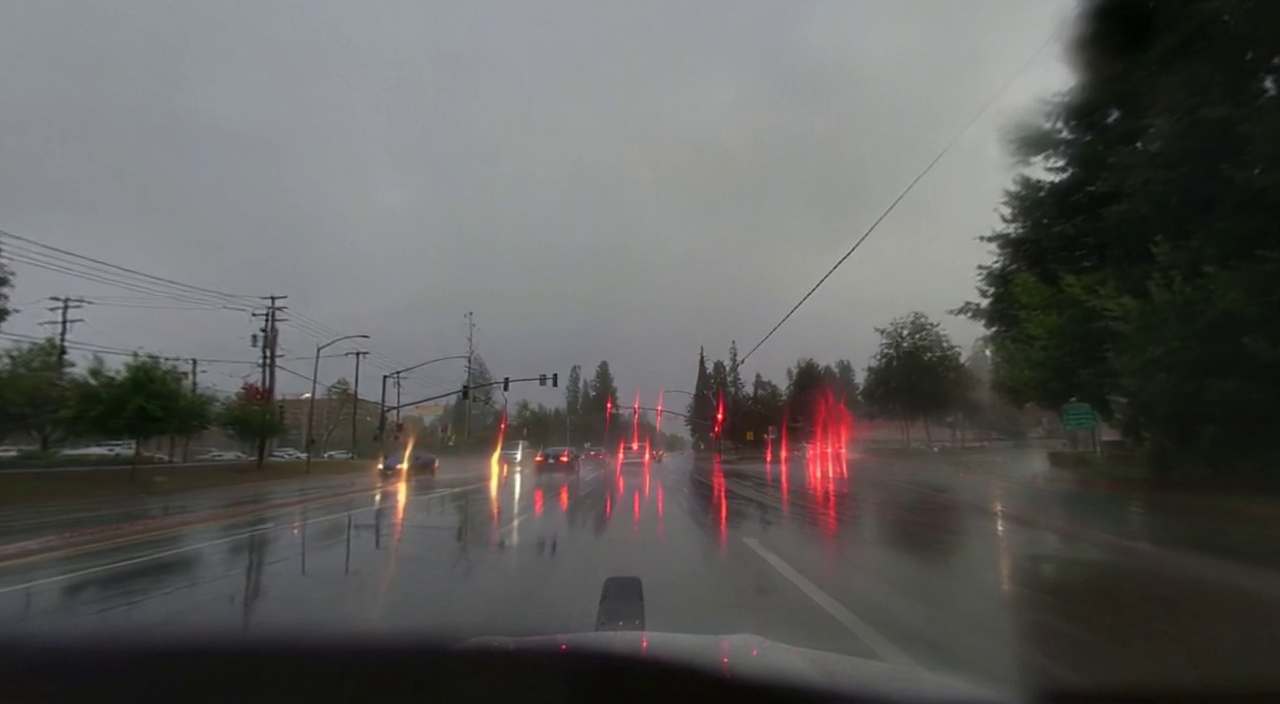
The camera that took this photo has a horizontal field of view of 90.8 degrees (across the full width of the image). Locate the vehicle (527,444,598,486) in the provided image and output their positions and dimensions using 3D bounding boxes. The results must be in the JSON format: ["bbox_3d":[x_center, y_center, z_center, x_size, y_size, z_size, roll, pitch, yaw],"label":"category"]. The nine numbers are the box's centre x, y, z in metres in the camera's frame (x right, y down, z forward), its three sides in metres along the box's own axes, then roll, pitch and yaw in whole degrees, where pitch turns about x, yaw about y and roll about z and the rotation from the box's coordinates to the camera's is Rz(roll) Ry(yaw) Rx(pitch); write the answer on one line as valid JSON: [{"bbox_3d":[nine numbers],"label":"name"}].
[{"bbox_3d":[-2.936,4.368,24.874,2.064,1.464,4.373,0,-8,2],"label":"vehicle"}]

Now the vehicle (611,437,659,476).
[{"bbox_3d":[-0.196,5.302,32.289,2.276,1.850,3.897,0,-8,2],"label":"vehicle"}]

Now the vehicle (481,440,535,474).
[{"bbox_3d":[-7.064,5.631,34.199,1.860,1.754,4.089,0,-8,3],"label":"vehicle"}]
